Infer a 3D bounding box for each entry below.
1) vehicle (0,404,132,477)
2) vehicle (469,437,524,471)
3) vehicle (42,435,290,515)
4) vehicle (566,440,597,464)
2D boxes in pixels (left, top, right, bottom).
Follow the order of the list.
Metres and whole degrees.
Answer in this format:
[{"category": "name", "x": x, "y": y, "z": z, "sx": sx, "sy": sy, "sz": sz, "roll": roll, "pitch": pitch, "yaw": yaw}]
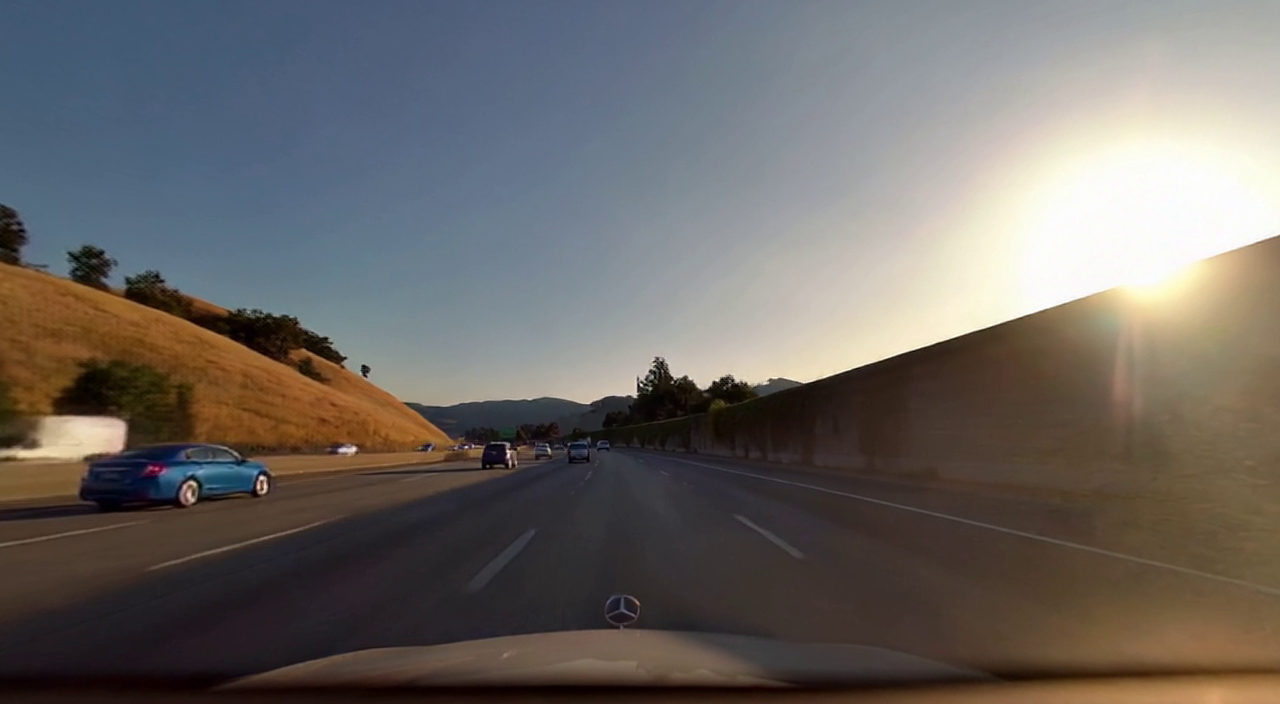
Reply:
[{"category": "vehicle", "x": -29.850, "y": 4.468, "z": 31.767, "sx": 2.804, "sy": 3.252, "sz": 6.771, "roll": 0, "pitch": -9, "yaw": 1}, {"category": "vehicle", "x": -7.914, "y": 5.663, "z": 35.225, "sx": 2.074, "sy": 1.768, "sz": 4.805, "roll": 0, "pitch": -9, "yaw": -2}, {"category": "vehicle", "x": -10.238, "y": 2.664, "z": 14.272, "sx": 1.949, "sy": 1.475, "sz": 4.740, "roll": 0, "pitch": -9, "yaw": 0}, {"category": "vehicle", "x": -4.374, "y": 7.544, "z": 47.962, "sx": 2.115, "sy": 1.713, "sz": 4.263, "roll": 0, "pitch": -9, "yaw": -2}]
